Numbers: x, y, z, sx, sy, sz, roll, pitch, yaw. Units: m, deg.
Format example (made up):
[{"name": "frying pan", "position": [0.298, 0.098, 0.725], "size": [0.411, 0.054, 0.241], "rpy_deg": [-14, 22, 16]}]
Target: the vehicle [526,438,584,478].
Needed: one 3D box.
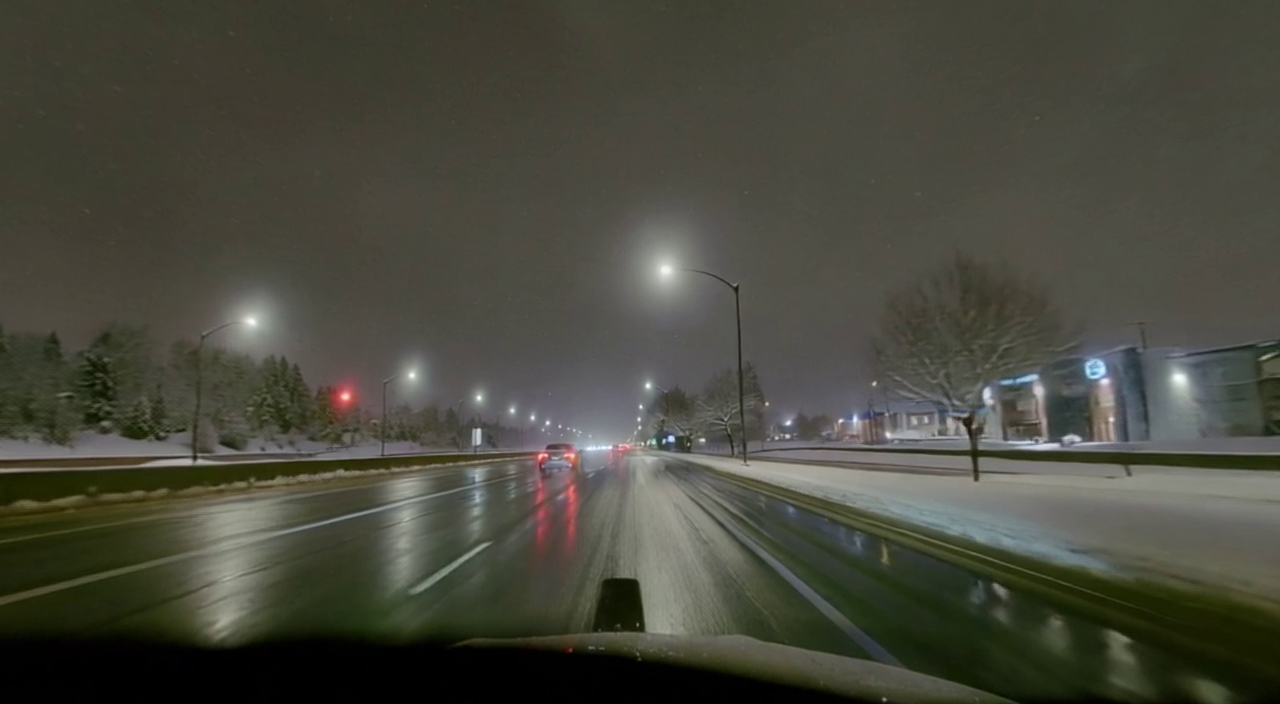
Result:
[{"name": "vehicle", "position": [-4.061, 5.128, 30.938], "size": [2.150, 1.761, 4.697], "rpy_deg": [0, -8, 1]}]
